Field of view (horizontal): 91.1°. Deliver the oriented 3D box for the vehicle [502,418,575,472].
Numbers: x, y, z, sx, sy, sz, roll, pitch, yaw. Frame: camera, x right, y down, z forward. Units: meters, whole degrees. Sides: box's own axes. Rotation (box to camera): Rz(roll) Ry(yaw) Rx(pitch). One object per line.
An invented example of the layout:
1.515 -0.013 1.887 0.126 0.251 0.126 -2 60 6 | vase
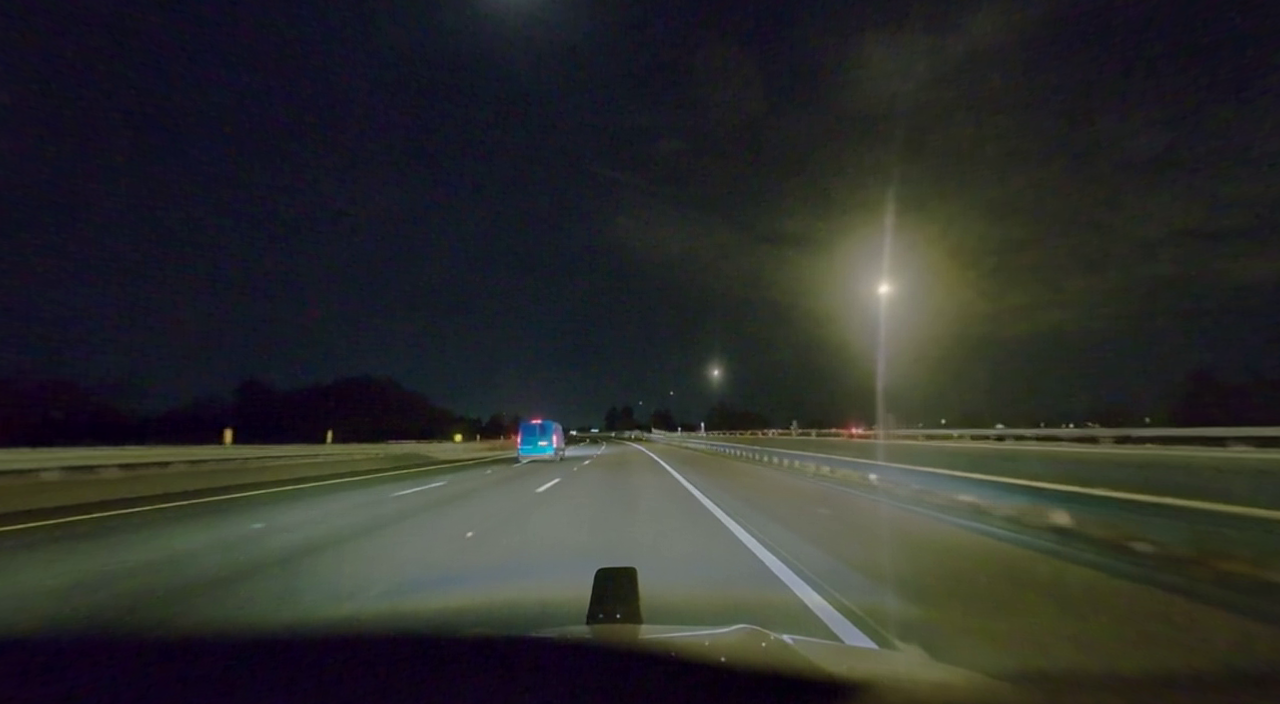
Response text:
-4.195 3.949 26.897 2.309 2.053 4.884 0 -8 0 | vehicle
